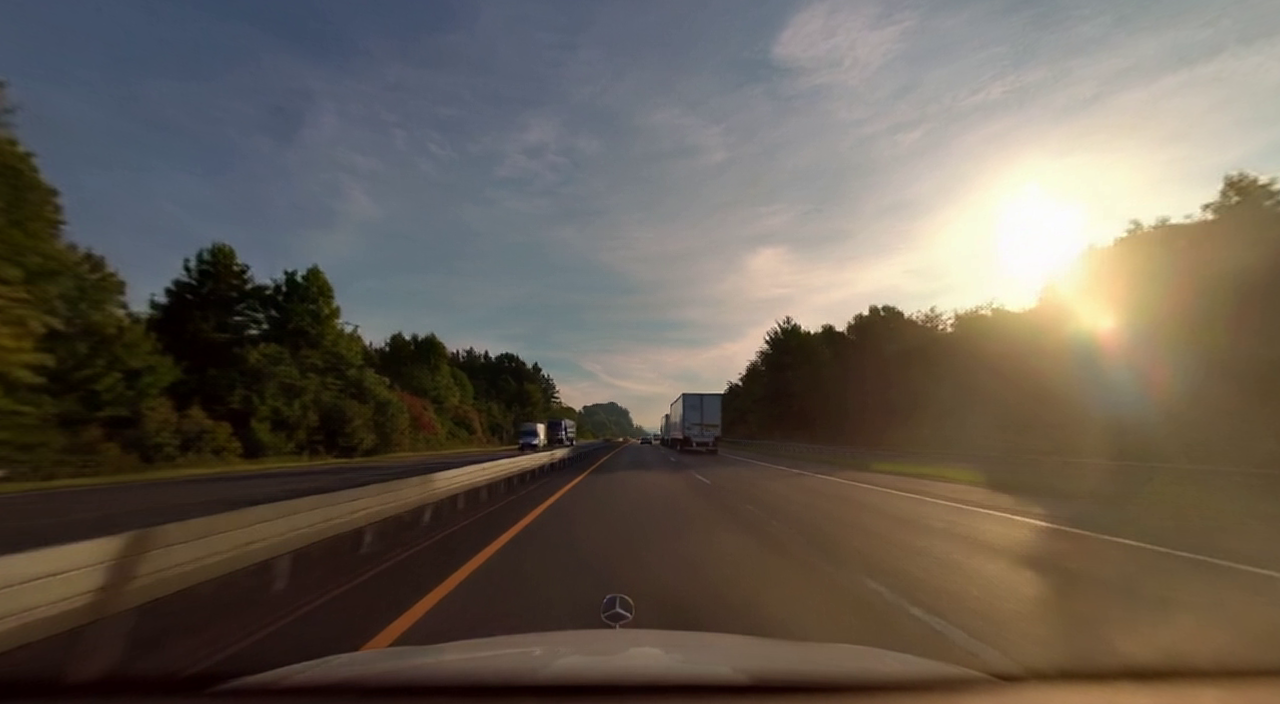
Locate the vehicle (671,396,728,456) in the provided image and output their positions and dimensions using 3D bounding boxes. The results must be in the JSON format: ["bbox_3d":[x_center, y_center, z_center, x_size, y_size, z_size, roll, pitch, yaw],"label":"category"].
[{"bbox_3d":[4.315,5.871,49.110,2.951,4.007,13.976,0,-8,0],"label":"vehicle"}]
